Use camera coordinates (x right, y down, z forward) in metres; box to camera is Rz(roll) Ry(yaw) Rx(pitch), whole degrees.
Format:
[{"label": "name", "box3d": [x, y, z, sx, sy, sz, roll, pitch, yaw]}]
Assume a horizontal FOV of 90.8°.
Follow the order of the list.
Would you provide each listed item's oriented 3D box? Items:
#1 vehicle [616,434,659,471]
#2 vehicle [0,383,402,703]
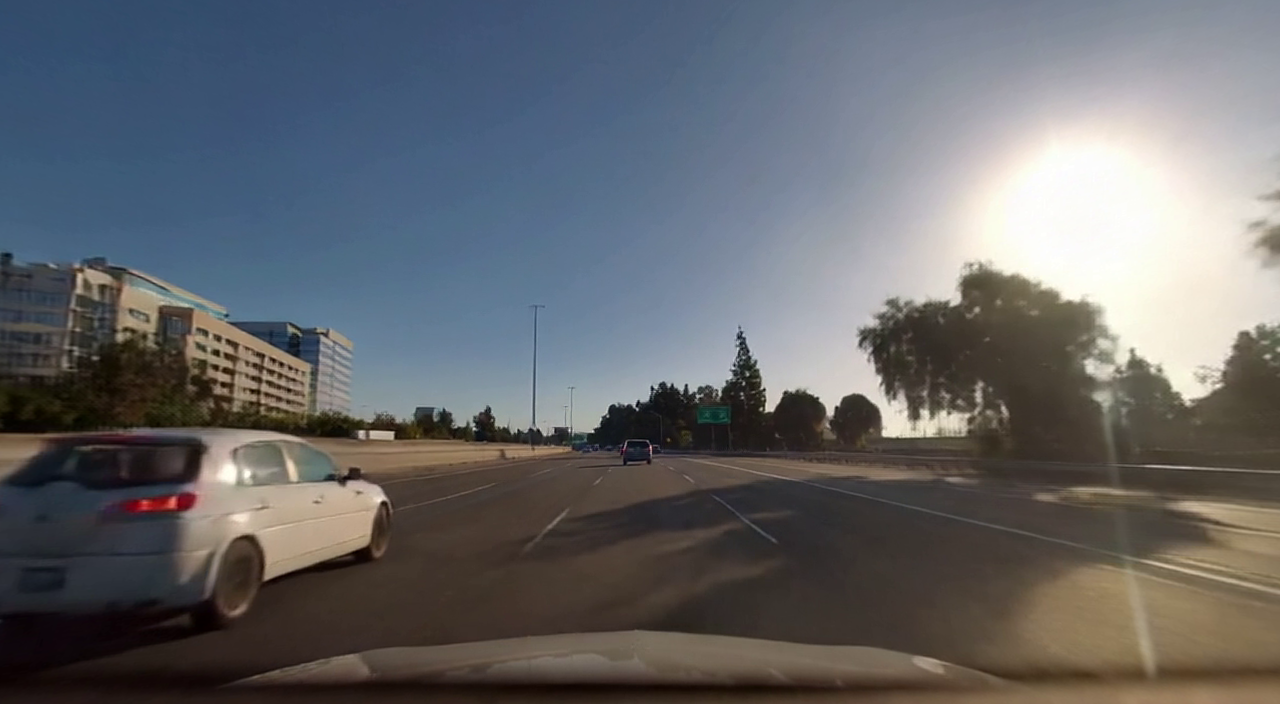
[{"label": "vehicle", "box3d": [-0.137, 5.682, 35.943, 2.269, 1.924, 4.596, 0, -8, 0]}, {"label": "vehicle", "box3d": [-3.440, 1.118, 3.751, 2.140, 1.574, 4.946, 0, -8, 0]}]
